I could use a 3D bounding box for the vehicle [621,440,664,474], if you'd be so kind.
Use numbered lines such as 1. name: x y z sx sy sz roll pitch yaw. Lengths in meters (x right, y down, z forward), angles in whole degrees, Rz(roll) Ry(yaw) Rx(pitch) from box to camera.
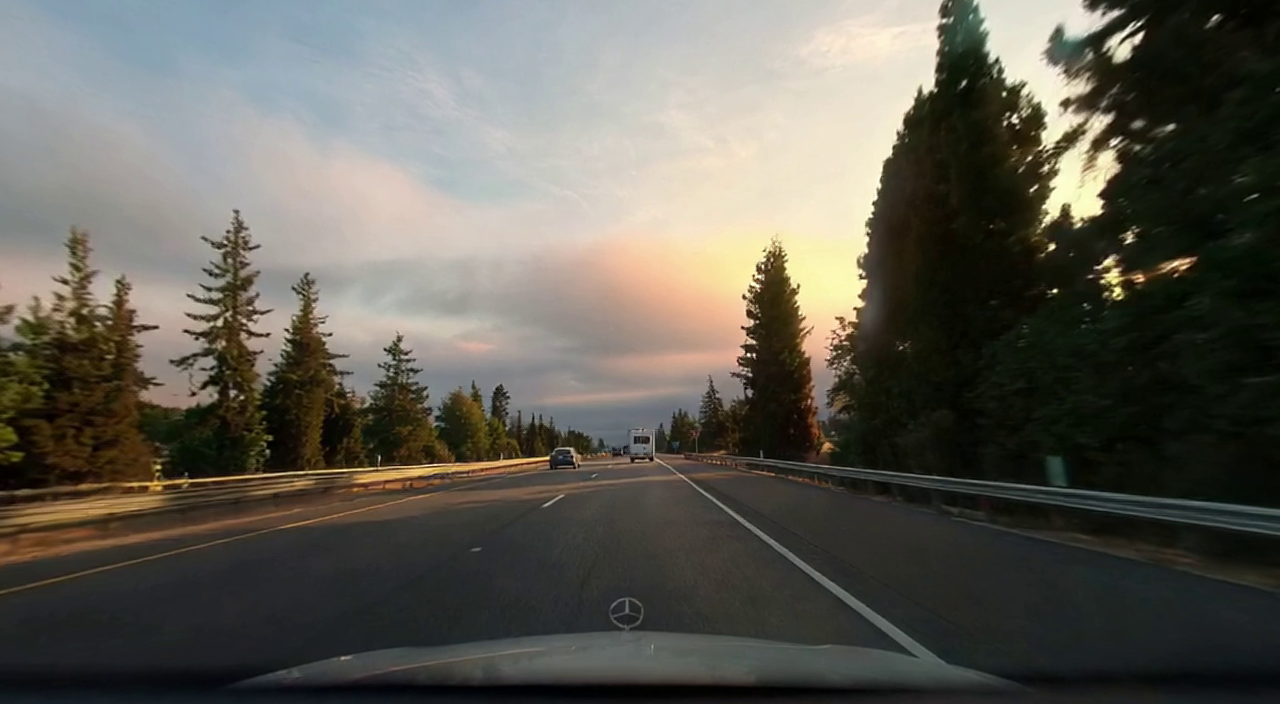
1. vehicle: 0.131 5.646 33.993 2.172 1.687 3.929 0 -9 0

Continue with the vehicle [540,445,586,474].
1. vehicle: -4.186 5.959 35.062 2.031 1.482 4.248 0 -9 0
